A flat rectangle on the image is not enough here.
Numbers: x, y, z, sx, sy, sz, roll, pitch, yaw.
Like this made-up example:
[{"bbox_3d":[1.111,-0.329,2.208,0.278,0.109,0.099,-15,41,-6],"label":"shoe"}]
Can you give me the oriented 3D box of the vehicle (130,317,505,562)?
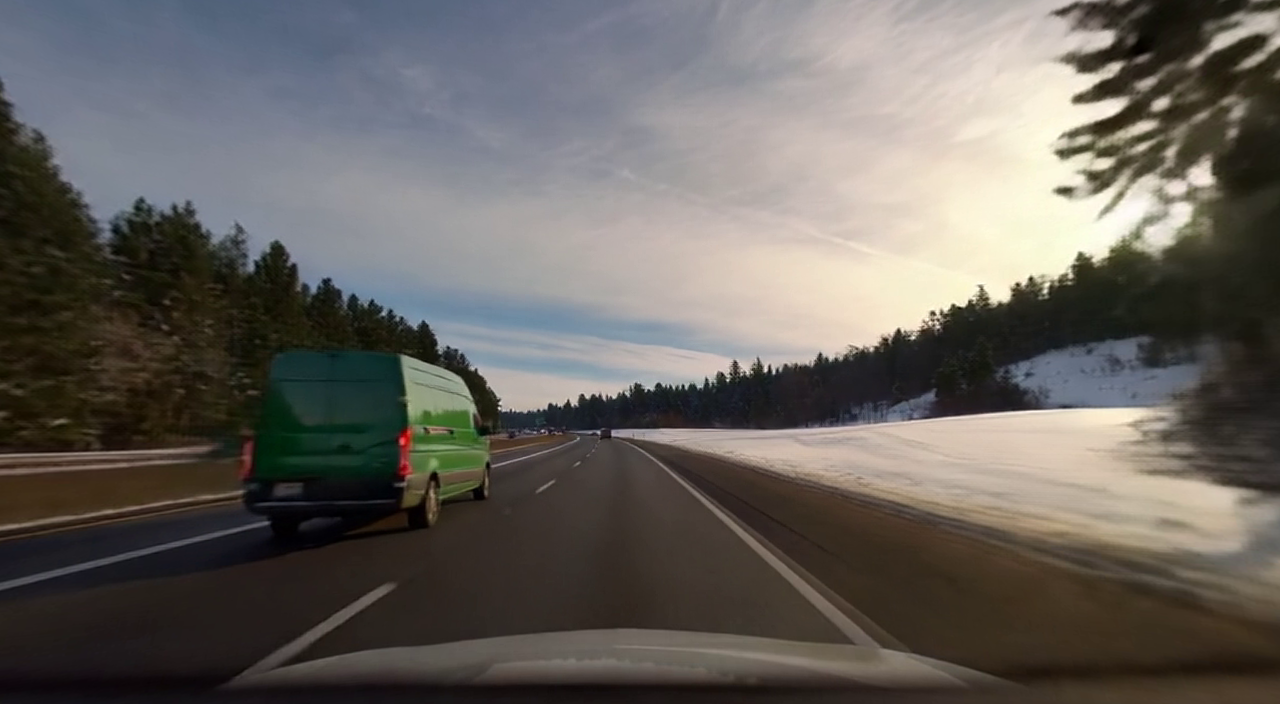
[{"bbox_3d":[-3.864,1.236,9.205,2.561,2.509,5.465,0,-8,0],"label":"vehicle"}]
